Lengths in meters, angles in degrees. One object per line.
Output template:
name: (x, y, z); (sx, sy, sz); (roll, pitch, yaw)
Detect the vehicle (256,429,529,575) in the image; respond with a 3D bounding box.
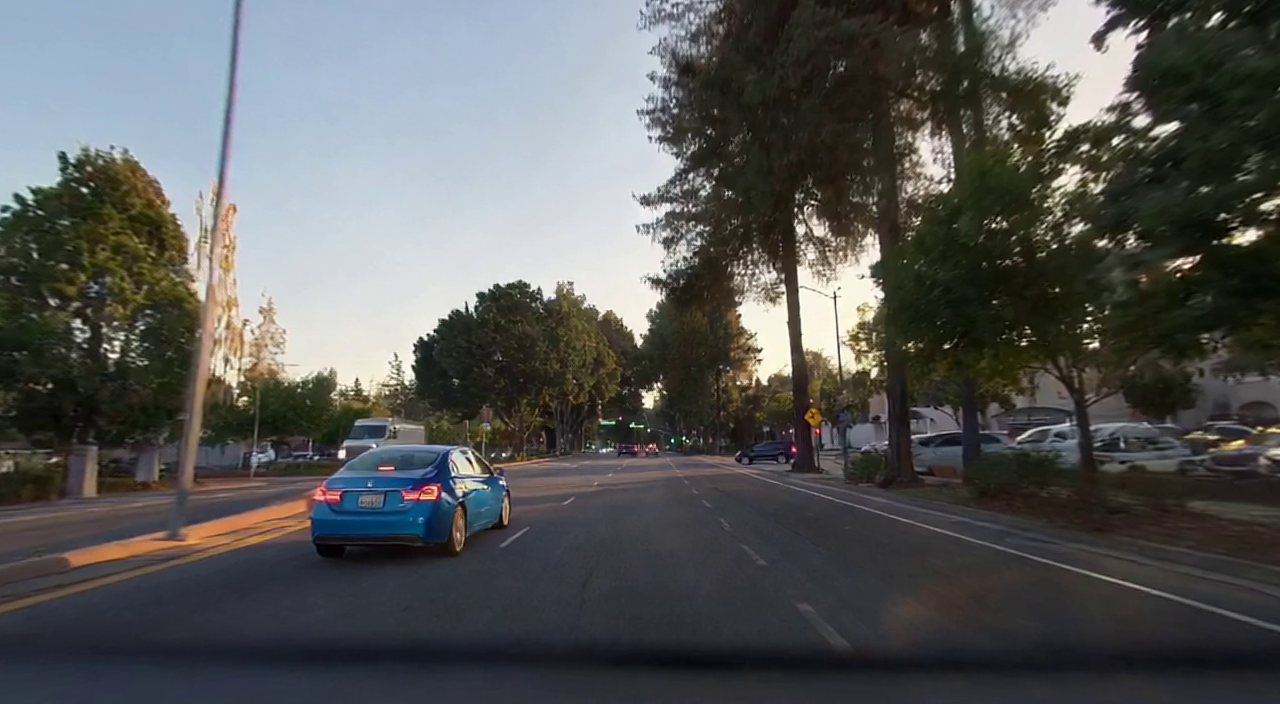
vehicle: (-2.950, 1.884, 8.764); (1.924, 1.480, 4.421); (0, -9, 1)

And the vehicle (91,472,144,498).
vehicle: (-34.844, 8.855, 42.110); (1.922, 1.430, 3.479); (4, -9, -28)

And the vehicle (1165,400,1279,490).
vehicle: (14.058, 1.894, 12.937); (4.571, 1.691, 2.156); (0, -8, -1)

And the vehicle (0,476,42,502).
vehicle: (-39.377, 8.589, 39.408); (1.868, 1.424, 4.662); (3, -12, -32)

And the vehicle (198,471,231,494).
vehicle: (-31.306, 9.592, 46.418); (1.784, 1.408, 3.985); (5, -10, -31)

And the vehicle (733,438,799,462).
vehicle: (9.141, 7.108, 45.712); (4.511, 1.720, 2.131); (-2, -9, 11)
